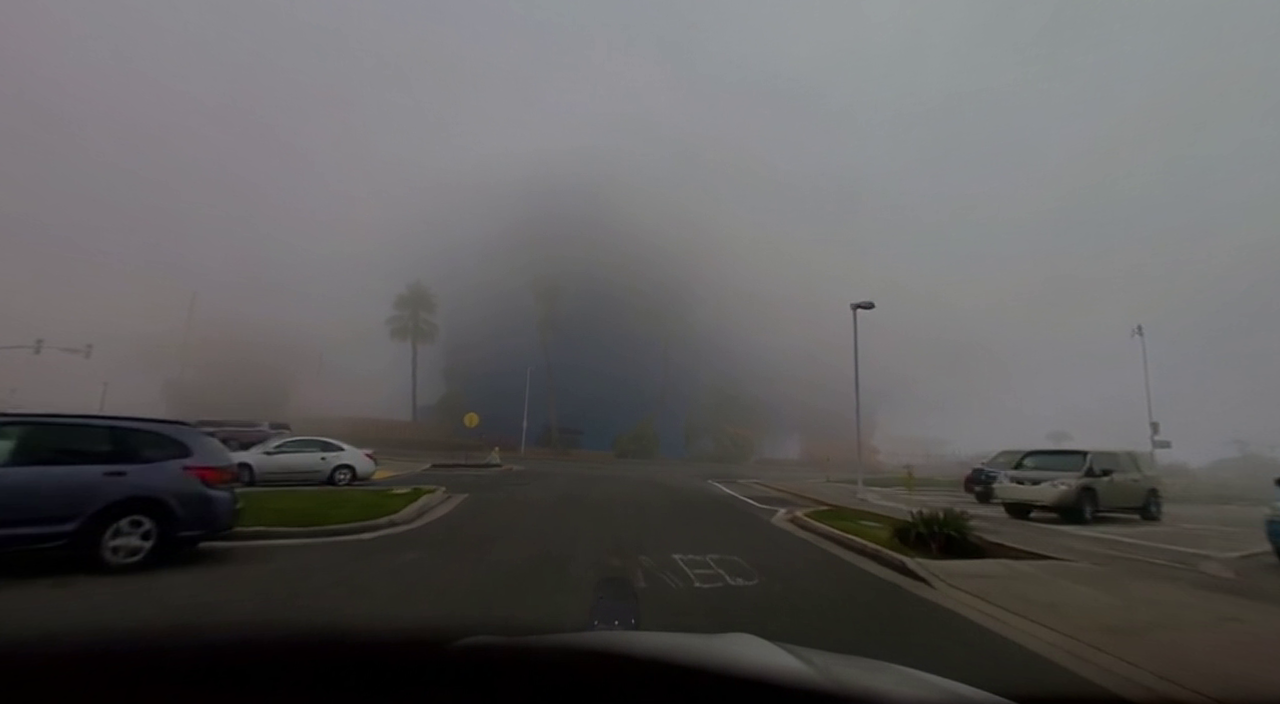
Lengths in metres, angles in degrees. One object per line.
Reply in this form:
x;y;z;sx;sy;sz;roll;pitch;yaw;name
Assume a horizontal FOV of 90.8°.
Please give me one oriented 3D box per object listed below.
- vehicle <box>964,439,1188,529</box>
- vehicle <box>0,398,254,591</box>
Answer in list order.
9.470;2.744;13.679;4.651;1.610;2.157;6;-10;-31;vehicle
-6.112;1.191;5.540;4.542;1.483;2.174;5;-10;-31;vehicle
